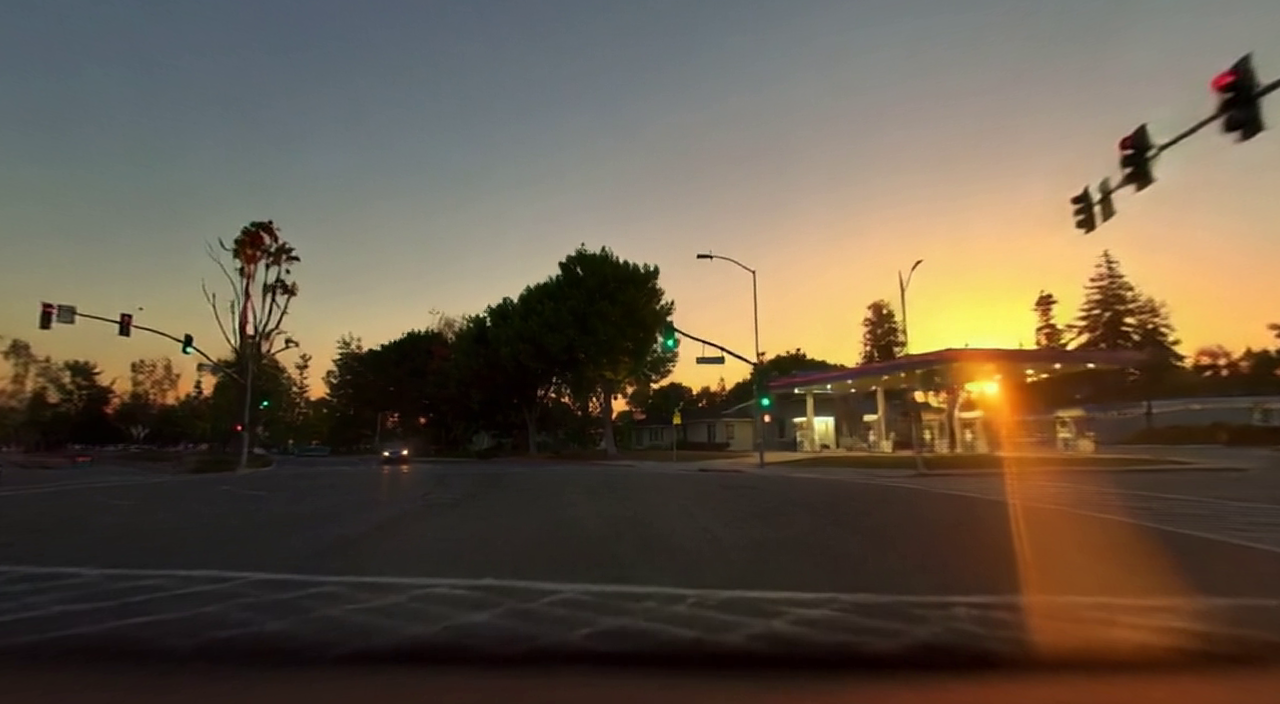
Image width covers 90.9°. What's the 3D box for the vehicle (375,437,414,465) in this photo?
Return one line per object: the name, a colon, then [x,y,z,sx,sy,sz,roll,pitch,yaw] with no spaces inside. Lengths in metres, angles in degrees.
vehicle: [-15.419,6.212,39.808,2.048,1.670,4.450,3,-8,-19]
